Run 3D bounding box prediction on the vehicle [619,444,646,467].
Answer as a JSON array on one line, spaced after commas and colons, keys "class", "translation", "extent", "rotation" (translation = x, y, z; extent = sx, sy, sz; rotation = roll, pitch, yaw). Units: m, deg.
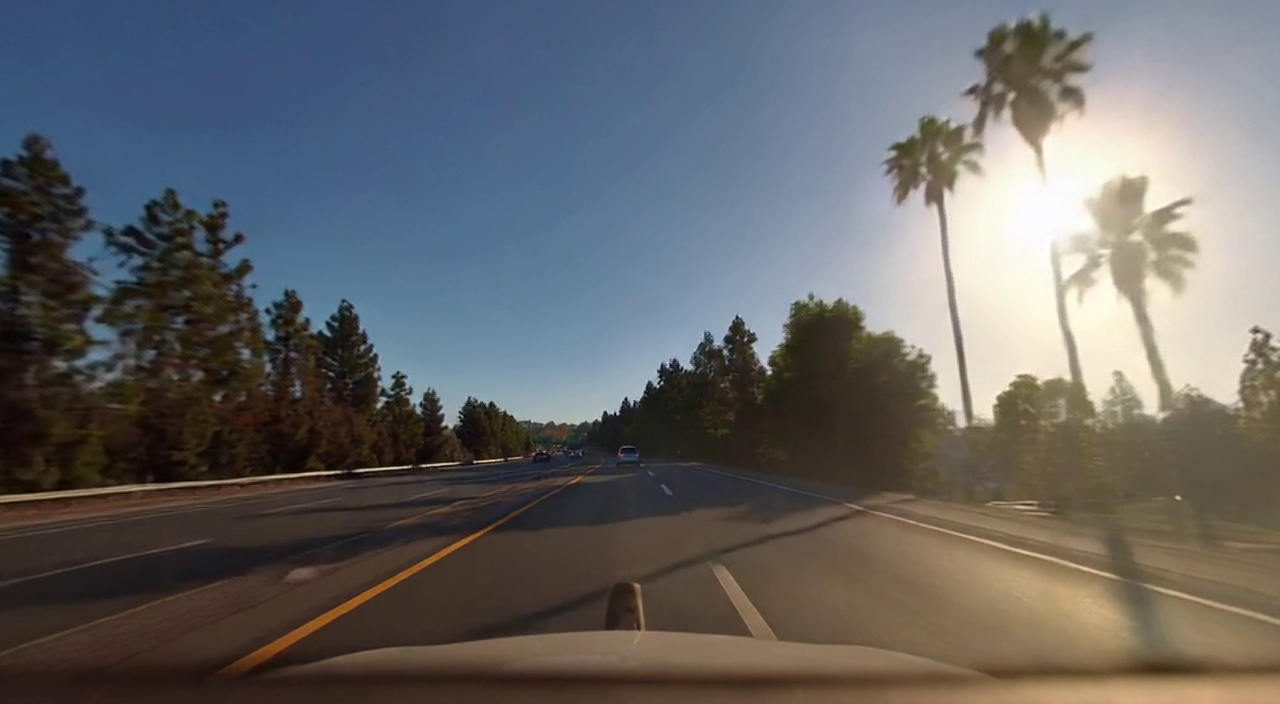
[{"class": "vehicle", "translation": [-0.609, 7.958, 48.668], "extent": [2.001, 1.688, 4.128], "rotation": [0, -8, -2]}]
